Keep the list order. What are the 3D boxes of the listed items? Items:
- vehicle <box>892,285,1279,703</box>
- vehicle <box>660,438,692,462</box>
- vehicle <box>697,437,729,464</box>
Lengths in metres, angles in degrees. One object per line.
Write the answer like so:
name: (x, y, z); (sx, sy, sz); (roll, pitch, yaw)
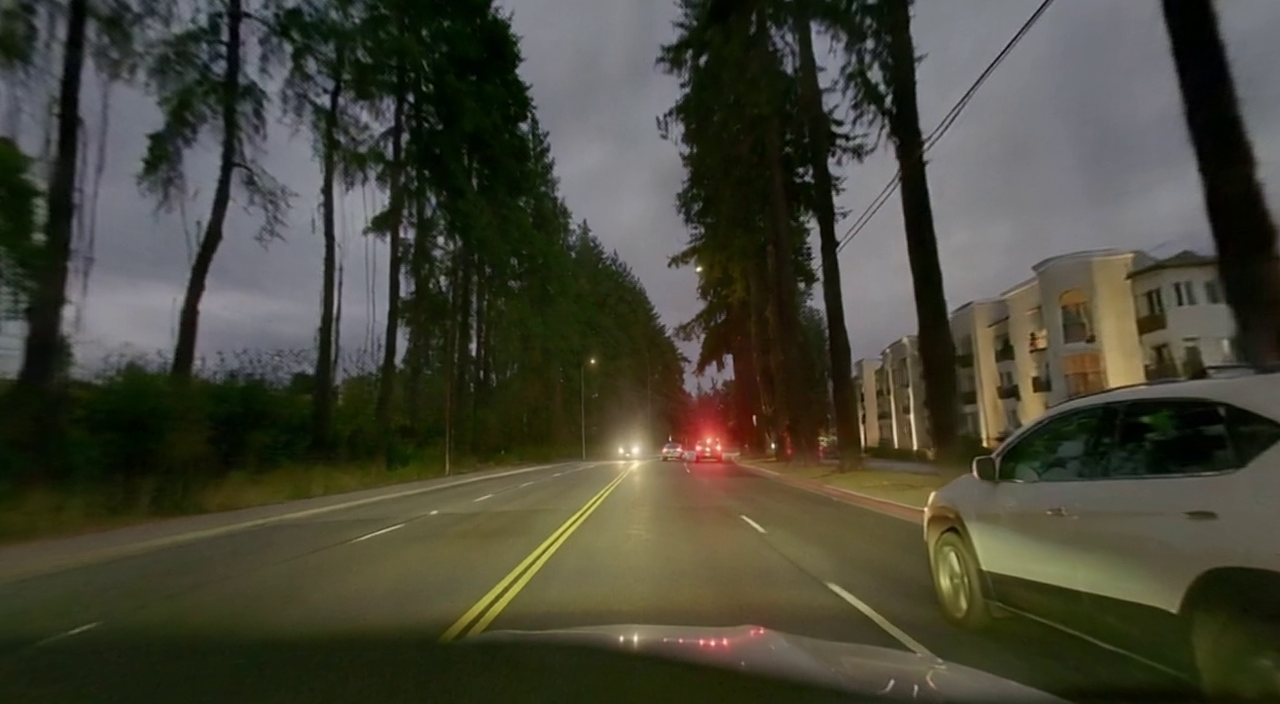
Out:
vehicle: (3.312, 0.810, 2.799); (2.219, 1.881, 5.104); (0, -8, 0)
vehicle: (2.912, 7.774, 49.868); (2.158, 1.852, 4.485); (-2, -8, 8)
vehicle: (4.961, 6.765, 43.229); (2.069, 1.791, 4.422); (-1, -8, 5)
